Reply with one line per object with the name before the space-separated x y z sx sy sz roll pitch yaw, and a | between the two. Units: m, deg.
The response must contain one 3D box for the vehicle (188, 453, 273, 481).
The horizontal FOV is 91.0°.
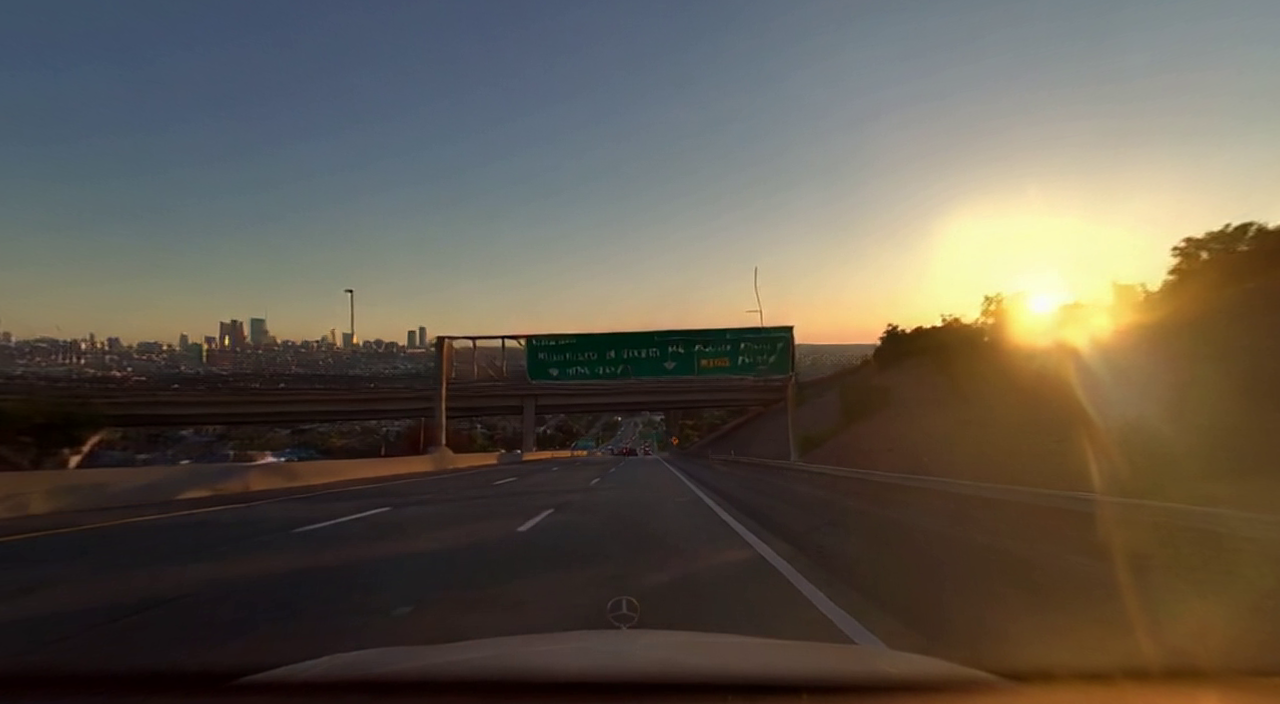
vehicle | -24.121 6.796 37.336 1.977 1.516 4.391 0 -9 2
